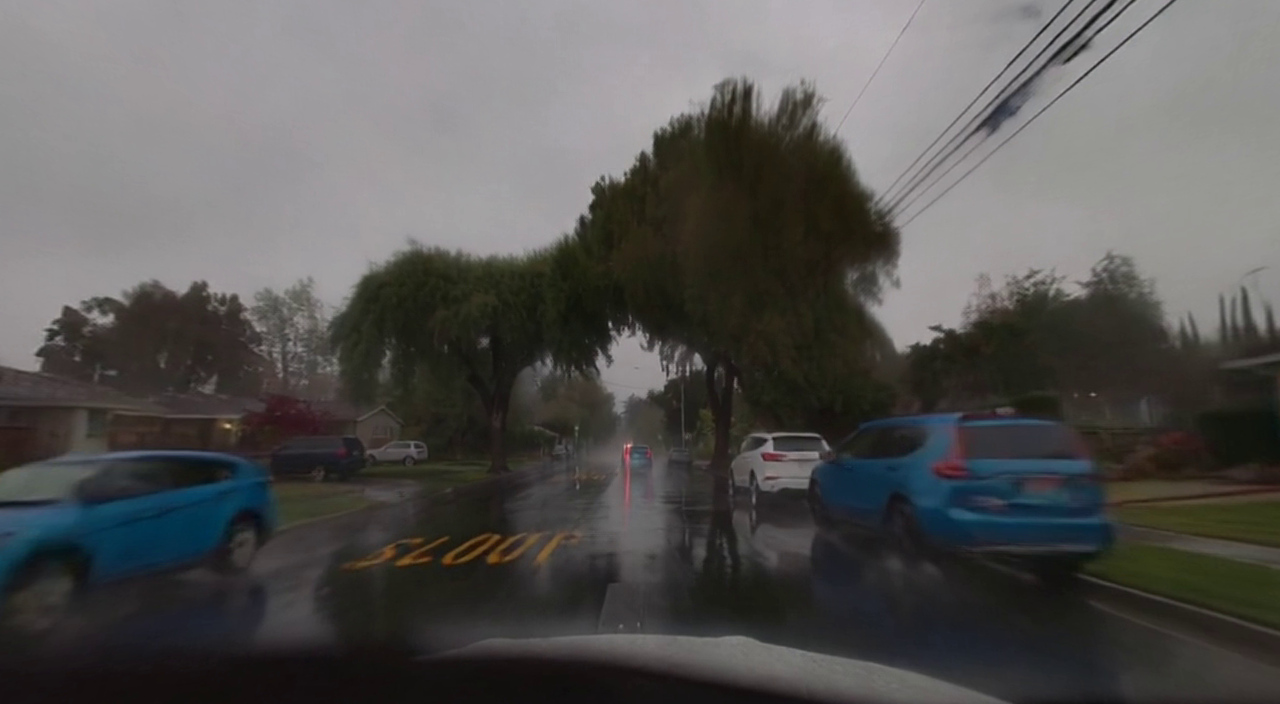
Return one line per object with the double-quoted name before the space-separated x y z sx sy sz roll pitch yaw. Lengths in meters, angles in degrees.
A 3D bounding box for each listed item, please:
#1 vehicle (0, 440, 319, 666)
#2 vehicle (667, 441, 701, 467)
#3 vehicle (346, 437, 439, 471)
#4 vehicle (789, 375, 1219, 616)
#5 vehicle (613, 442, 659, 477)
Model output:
"vehicle" -5.257 1.638 6.023 1.984 1.498 4.508 -3 -8 1
"vehicle" 3.005 7.041 43.826 1.978 1.690 4.306 0 -8 -1
"vehicle" -13.524 5.577 34.716 4.253 1.772 1.980 1 -9 -3
"vehicle" 3.576 1.539 7.711 2.221 1.960 4.927 0 -8 -1
"vehicle" -0.193 4.899 29.081 2.000 1.449 4.006 0 -8 -1
